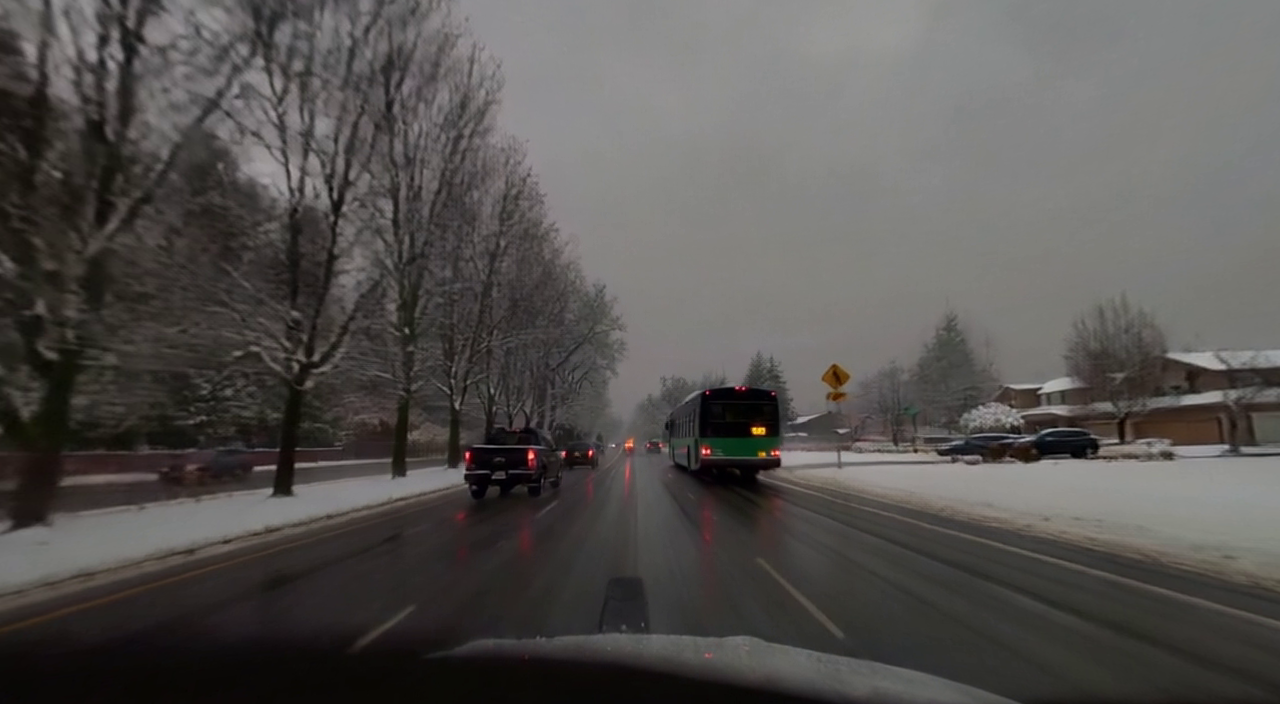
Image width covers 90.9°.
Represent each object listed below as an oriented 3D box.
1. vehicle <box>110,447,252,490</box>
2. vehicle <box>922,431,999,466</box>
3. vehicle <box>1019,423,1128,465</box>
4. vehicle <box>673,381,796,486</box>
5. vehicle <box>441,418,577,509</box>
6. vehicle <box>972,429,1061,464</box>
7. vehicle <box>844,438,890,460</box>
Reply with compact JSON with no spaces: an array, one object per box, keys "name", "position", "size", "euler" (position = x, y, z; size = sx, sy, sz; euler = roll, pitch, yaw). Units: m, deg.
[{"name":"vehicle","position":[-17.570,4.454,24.488],"size":[1.854,1.489,4.820],"euler":[0,-8,0]},{"name":"vehicle","position":[16.523,4.997,32.727],"size":[1.972,1.648,4.016],"euler":[0,-8,2]},{"name":"vehicle","position":[21.802,4.662,32.016],"size":[2.152,1.945,4.827],"euler":[0,-8,2]},{"name":"vehicle","position":[3.269,3.469,26.009],"size":[3.059,3.264,12.623],"euler":[0,-8,0]},{"name":"vehicle","position":[-2.972,2.693,15.673],"size":[2.074,1.849,5.137],"euler":[0,-8,2]},{"name":"vehicle","position":[19.122,4.827,32.248],"size":[2.062,1.683,4.209],"euler":[0,-8,2]},{"name":"vehicle","position":[16.201,6.956,45.123],"size":[1.797,1.455,4.342],"euler":[-2,-9,2]}]
